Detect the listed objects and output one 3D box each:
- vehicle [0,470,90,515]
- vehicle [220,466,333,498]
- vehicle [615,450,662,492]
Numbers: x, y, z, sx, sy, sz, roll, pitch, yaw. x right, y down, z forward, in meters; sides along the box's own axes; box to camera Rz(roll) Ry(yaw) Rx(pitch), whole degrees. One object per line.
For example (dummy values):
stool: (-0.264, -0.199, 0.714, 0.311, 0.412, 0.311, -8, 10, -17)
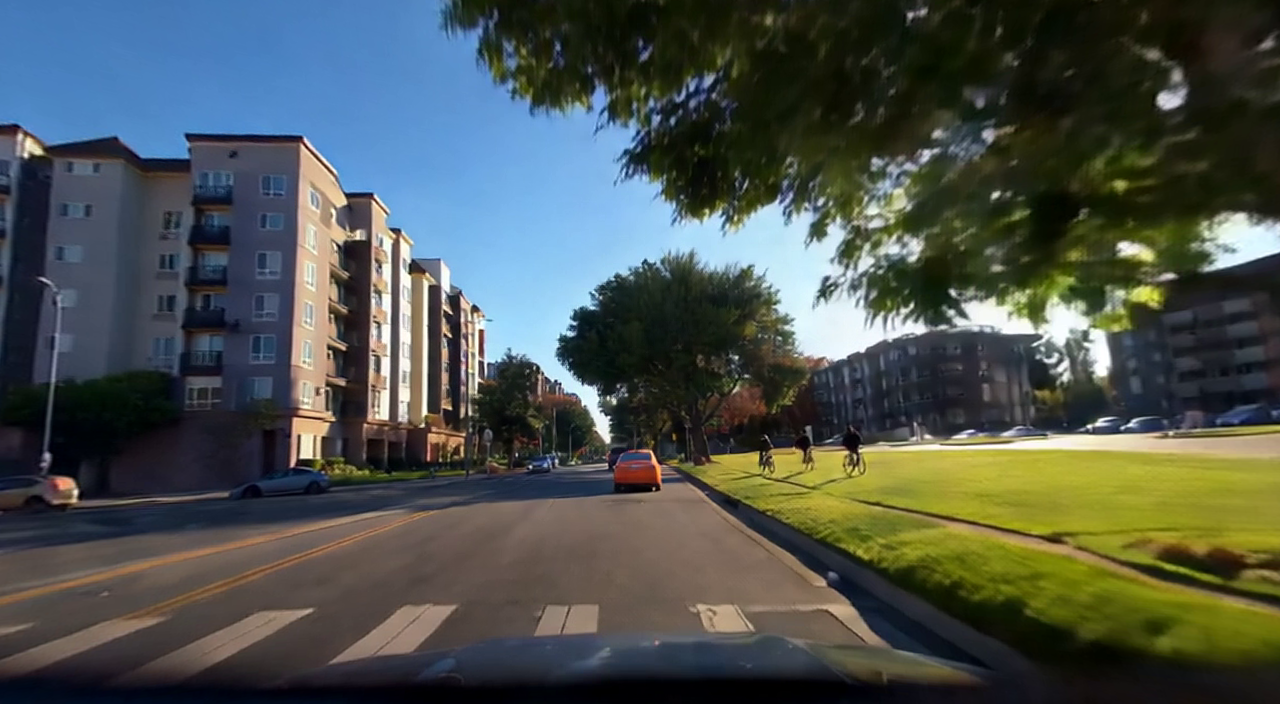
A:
vehicle: (-25.515, 5.748, 25.898, 2.038, 1.618, 4.086, -9, -12, 43)
vehicle: (-18.882, 6.718, 32.867, 2.116, 1.409, 4.607, -9, -12, 43)
vehicle: (-0.057, 4.182, 22.248, 1.559, 1.351, 2.452, -1, -10, 0)
